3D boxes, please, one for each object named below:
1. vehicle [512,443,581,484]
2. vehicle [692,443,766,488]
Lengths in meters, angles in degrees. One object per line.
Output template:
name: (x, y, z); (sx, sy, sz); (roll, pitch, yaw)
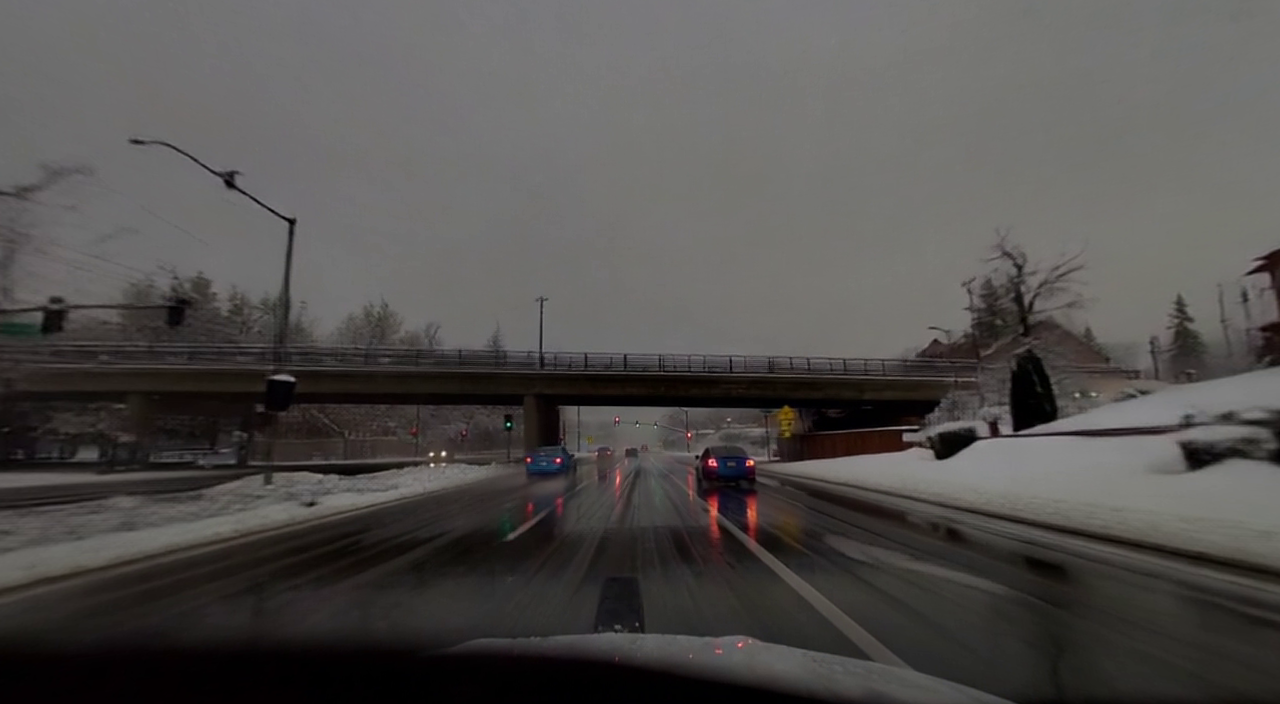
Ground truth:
vehicle: (-3.663, 4.439, 25.534); (2.060, 1.484, 4.417); (0, -9, 1)
vehicle: (3.178, 4.167, 23.536); (2.068, 1.497, 4.247); (0, -9, -1)
